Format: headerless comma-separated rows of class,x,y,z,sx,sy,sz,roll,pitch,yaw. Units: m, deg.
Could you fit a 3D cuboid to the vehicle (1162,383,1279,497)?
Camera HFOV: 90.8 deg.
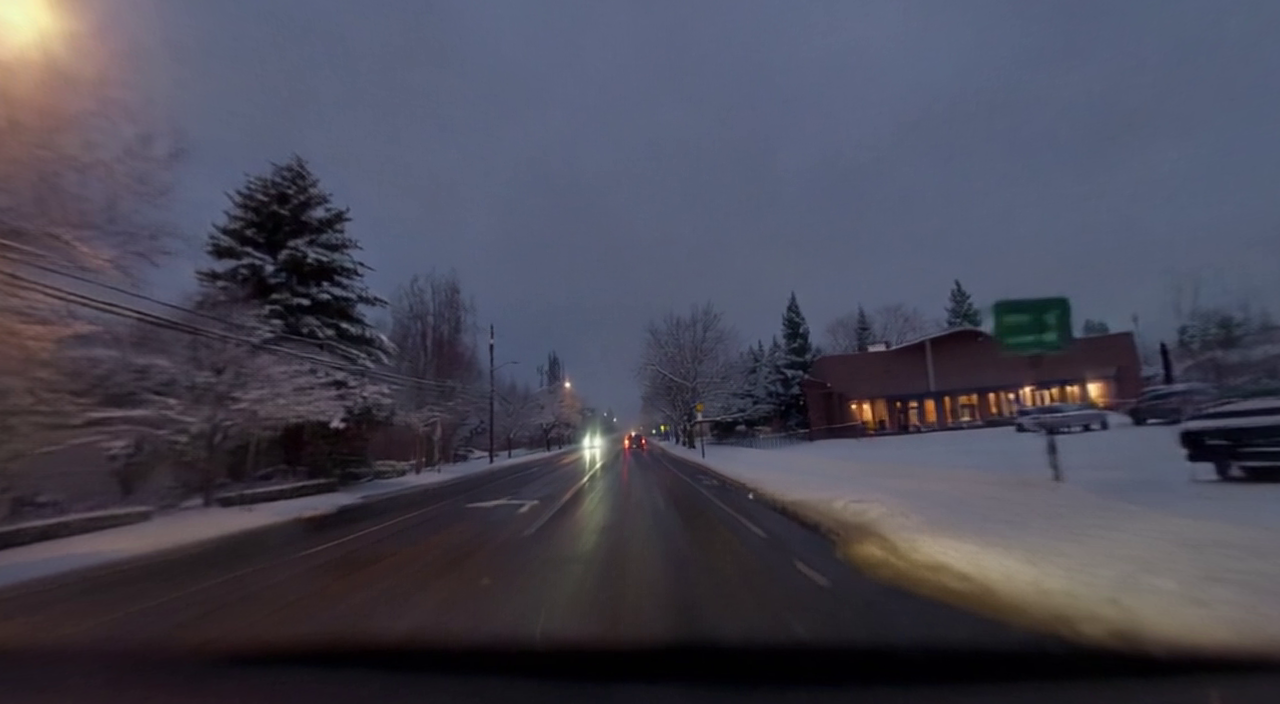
vehicle,11.039,1.280,9.558,2.001,1.744,4.449,-1,-10,-9
